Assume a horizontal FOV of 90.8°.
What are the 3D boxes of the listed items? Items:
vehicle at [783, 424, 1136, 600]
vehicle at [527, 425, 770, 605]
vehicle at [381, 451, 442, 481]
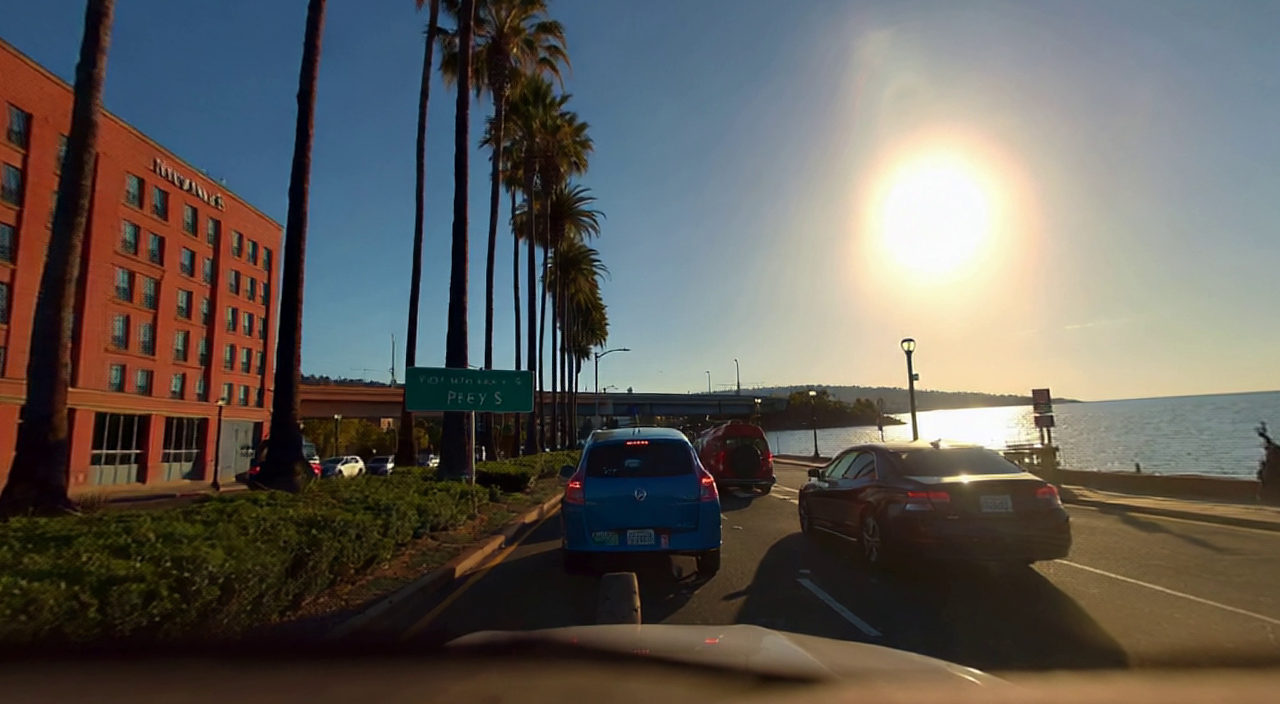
[{"bbox_3d":[3.264,1.709,7.707,1.920,1.490,4.417,0,-9,-1],"label":"vehicle"},{"bbox_3d":[0.059,1.666,7.269,2.048,1.503,3.681,0,-9,0],"label":"vehicle"},{"bbox_3d":[-14.950,7.466,41.653,2.104,1.802,4.852,-1,-8,2],"label":"vehicle"}]
